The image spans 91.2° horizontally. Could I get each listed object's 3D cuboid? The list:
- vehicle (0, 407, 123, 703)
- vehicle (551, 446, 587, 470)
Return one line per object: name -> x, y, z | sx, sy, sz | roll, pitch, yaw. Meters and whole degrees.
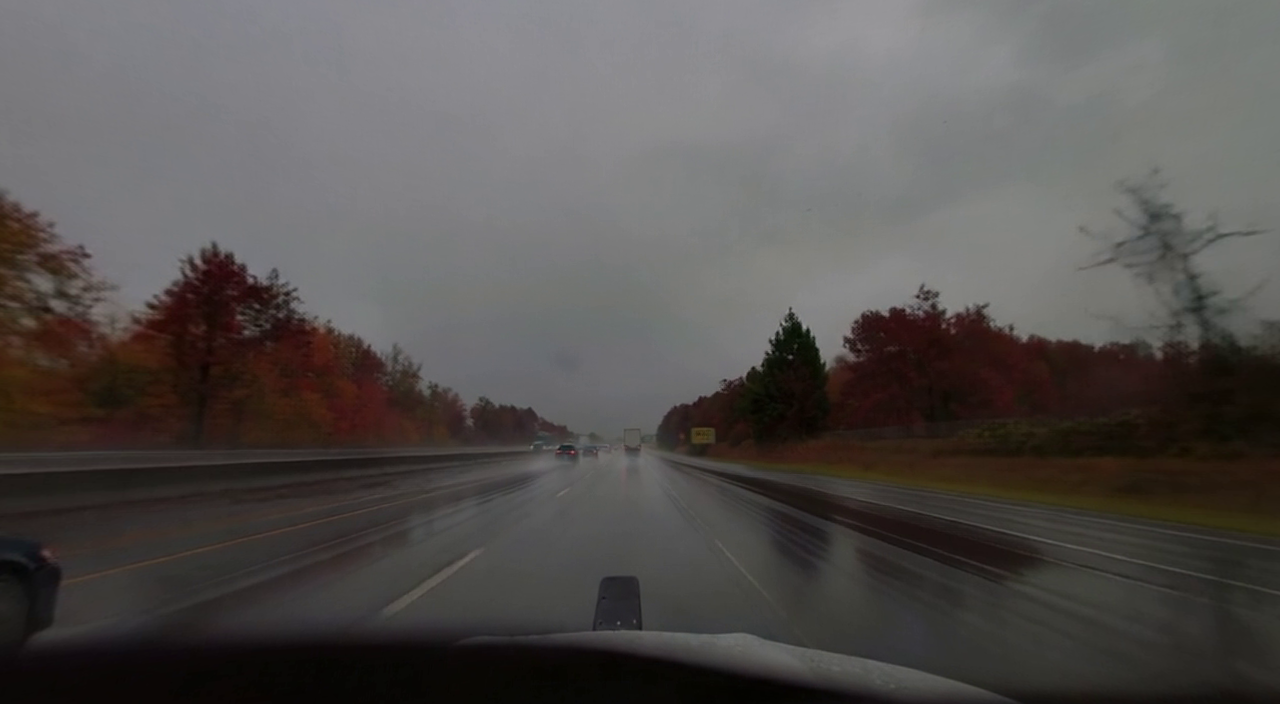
vehicle -> -4.341, 0.851, 1.891 | 2.071, 1.525, 4.058 | 0, -9, 0
vehicle -> -4.655, 6.990, 41.480 | 1.963, 1.475, 3.665 | 0, -9, -1
